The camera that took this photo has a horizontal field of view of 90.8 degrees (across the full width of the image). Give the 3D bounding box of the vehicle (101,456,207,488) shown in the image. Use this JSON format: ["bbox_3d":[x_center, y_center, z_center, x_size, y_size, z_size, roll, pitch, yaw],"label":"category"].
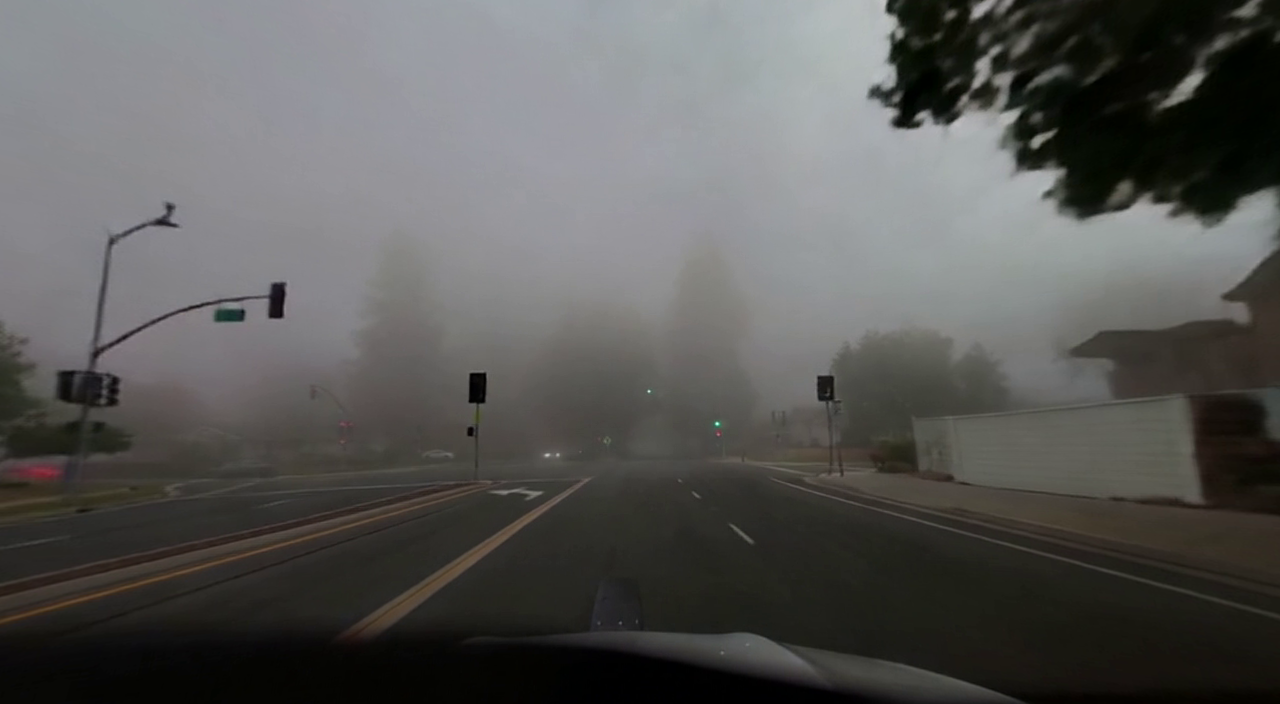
[{"bbox_3d":[-27.589,6.798,35.921,4.676,1.704,2.031,-2,-9,10],"label":"vehicle"}]

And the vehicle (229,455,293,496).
[{"bbox_3d":[-16.084,5.225,27.043,2.018,1.500,4.433,4,-10,-27],"label":"vehicle"}]
